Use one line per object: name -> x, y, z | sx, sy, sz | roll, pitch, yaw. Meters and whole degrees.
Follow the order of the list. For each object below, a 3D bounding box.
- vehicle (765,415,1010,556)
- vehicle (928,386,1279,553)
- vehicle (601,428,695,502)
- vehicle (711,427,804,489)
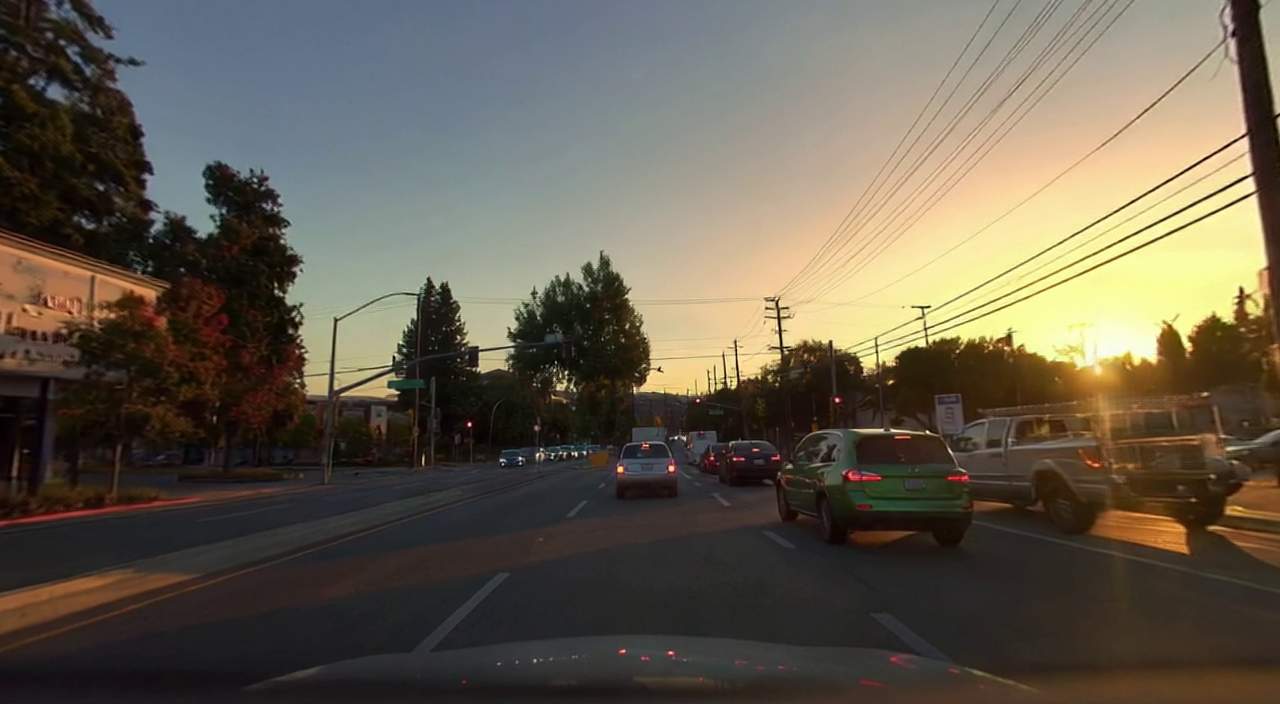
vehicle -> 3.316, 1.883, 9.574 | 1.998, 1.620, 4.267 | 0, -9, 1
vehicle -> 6.679, 1.731, 9.852 | 2.080, 1.958, 4.653 | 0, -9, -1
vehicle -> 0.191, 2.888, 16.491 | 2.149, 1.668, 3.962 | 0, -9, 0
vehicle -> 3.704, 3.452, 20.812 | 2.060, 1.789, 4.712 | 0, -9, -1
